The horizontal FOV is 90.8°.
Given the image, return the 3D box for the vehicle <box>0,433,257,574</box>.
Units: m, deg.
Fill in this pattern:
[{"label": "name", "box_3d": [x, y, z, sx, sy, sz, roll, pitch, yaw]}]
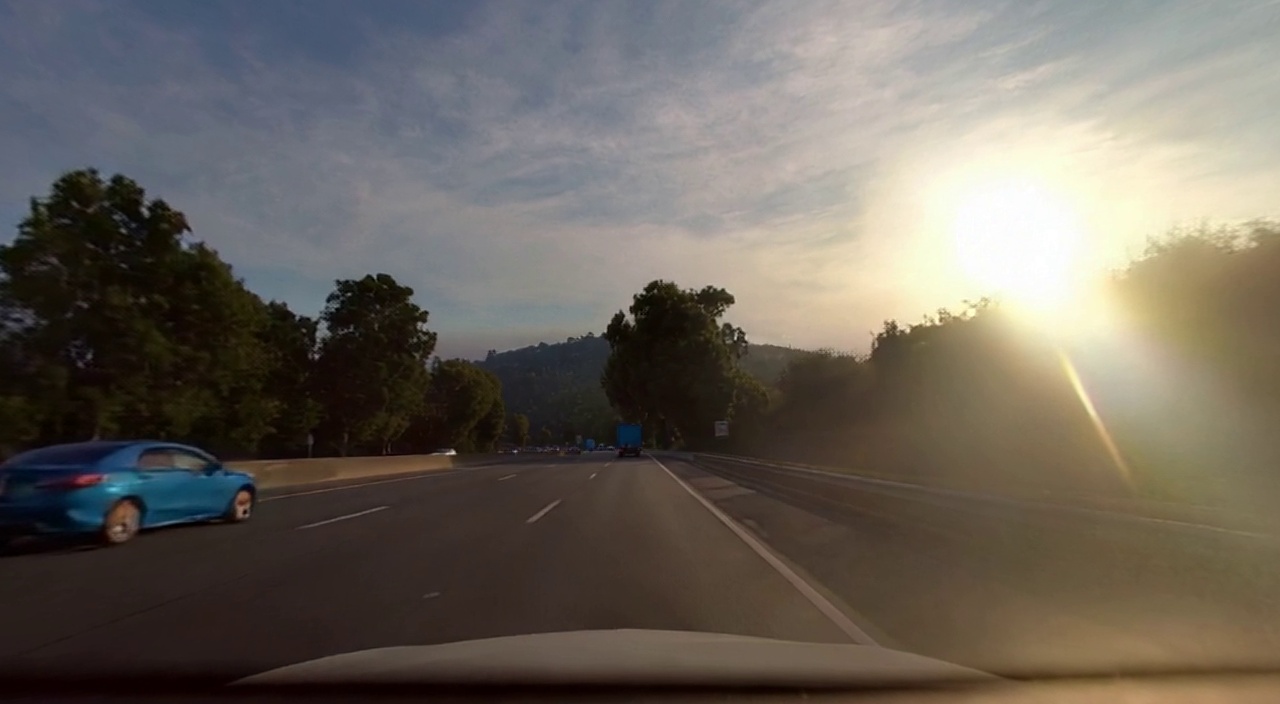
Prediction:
[{"label": "vehicle", "box_3d": [-7.946, 1.953, 8.967, 2.155, 1.504, 4.490, 0, -8, 0]}]
